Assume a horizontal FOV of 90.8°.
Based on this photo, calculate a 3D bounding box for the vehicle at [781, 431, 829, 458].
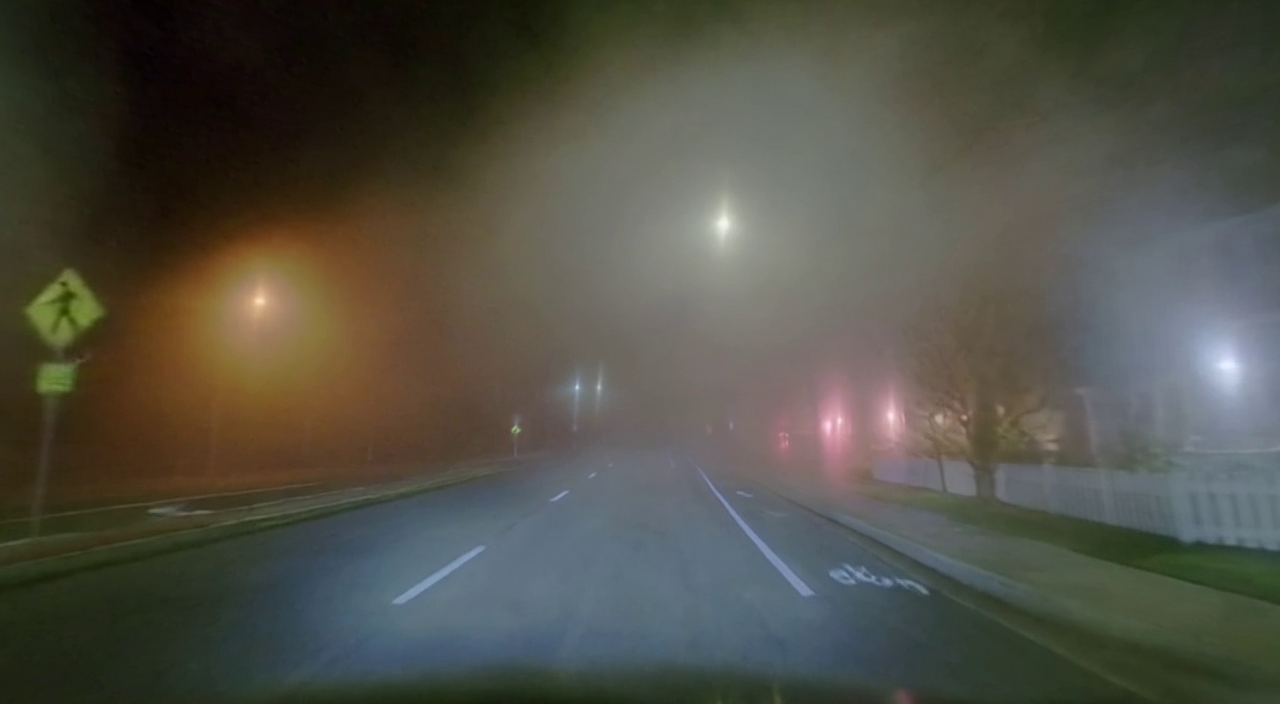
[{"bbox_3d":[11.031,6.242,42.553,1.938,1.695,4.296,0,-8,-1],"label":"vehicle"}]
